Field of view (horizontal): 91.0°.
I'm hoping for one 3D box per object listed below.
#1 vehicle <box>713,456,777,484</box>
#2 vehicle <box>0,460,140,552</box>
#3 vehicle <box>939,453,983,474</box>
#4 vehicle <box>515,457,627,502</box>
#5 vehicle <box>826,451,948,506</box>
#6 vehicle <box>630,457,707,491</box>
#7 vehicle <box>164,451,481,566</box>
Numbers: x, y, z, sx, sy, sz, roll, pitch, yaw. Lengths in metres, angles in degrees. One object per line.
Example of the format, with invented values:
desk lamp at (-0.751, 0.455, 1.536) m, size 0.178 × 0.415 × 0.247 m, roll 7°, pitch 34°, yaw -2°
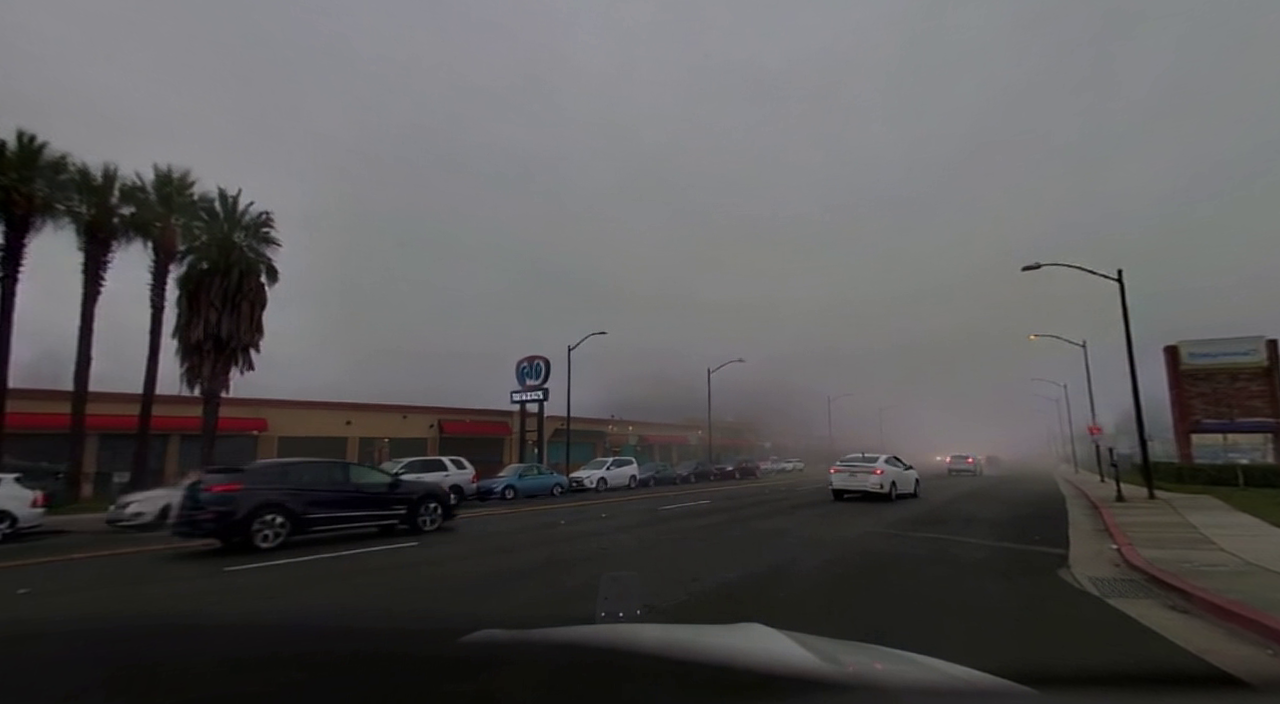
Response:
vehicle at (6.346, 7.000, 37.669) m, size 1.981 × 1.493 × 4.721 m, roll -6°, pitch -10°, yaw 34°
vehicle at (-11.996, 2.679, 10.905) m, size 1.854 × 1.482 × 4.756 m, roll -6°, pitch -10°, yaw 34°
vehicle at (24.998, 8.607, 48.880) m, size 2.232 × 1.513 × 5.090 m, roll -6°, pitch -10°, yaw 34°
vehicle at (-2.542, 4.840, 24.276) m, size 1.837 × 1.468 × 4.389 m, roll -6°, pitch -10°, yaw 35°
vehicle at (7.891, 3.876, 19.827) m, size 2.139 × 1.461 × 4.918 m, roll -7°, pitch -11°, yaw 38°
vehicle at (1.453, 5.810, 30.274) m, size 1.776 × 1.448 × 4.137 m, roll -6°, pitch -10°, yaw 34°
vehicle at (-5.271, 2.538, 11.133) m, size 2.090 × 1.520 × 4.452 m, roll -5°, pitch -10°, yaw 33°
